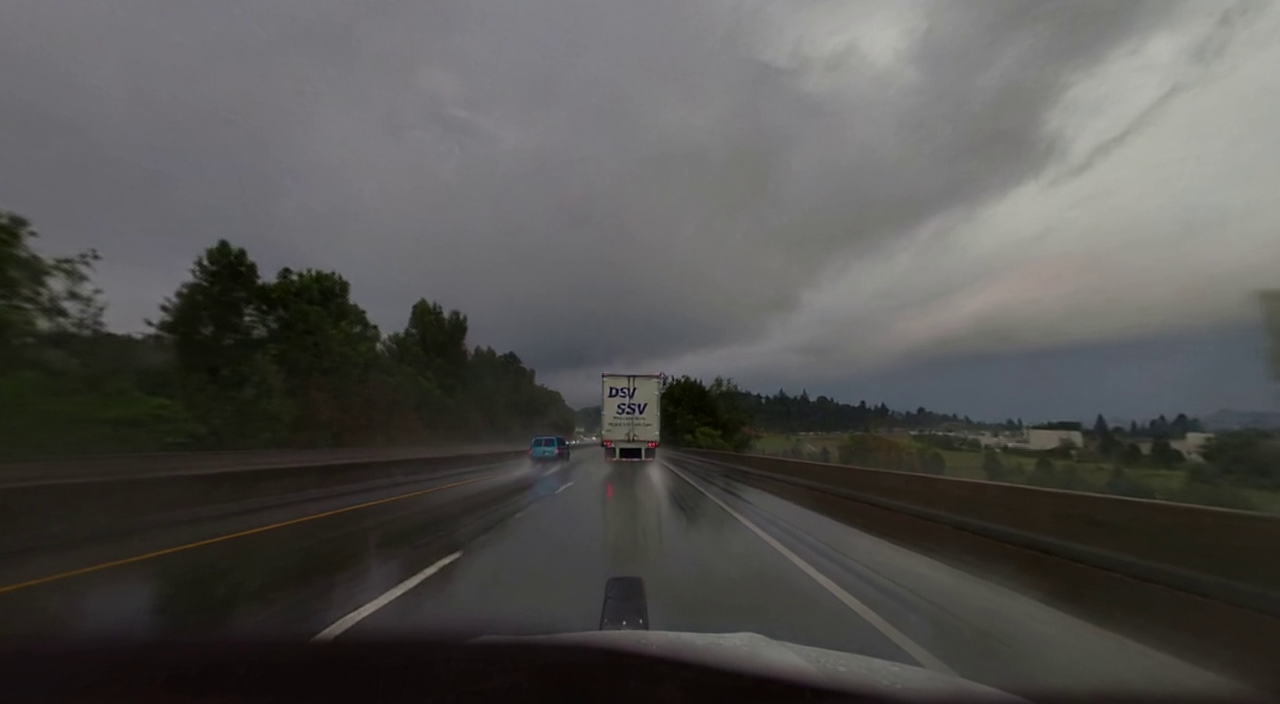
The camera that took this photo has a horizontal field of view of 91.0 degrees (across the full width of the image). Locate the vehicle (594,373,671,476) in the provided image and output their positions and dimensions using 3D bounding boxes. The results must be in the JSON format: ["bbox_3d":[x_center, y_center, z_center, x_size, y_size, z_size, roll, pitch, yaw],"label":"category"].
[{"bbox_3d":[-0.402,3.530,29.590,2.969,3.957,10.270,0,-8,-1],"label":"vehicle"}]

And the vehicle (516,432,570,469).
[{"bbox_3d":[-4.934,5.082,32.778,2.086,1.778,4.544,0,-8,0],"label":"vehicle"}]
